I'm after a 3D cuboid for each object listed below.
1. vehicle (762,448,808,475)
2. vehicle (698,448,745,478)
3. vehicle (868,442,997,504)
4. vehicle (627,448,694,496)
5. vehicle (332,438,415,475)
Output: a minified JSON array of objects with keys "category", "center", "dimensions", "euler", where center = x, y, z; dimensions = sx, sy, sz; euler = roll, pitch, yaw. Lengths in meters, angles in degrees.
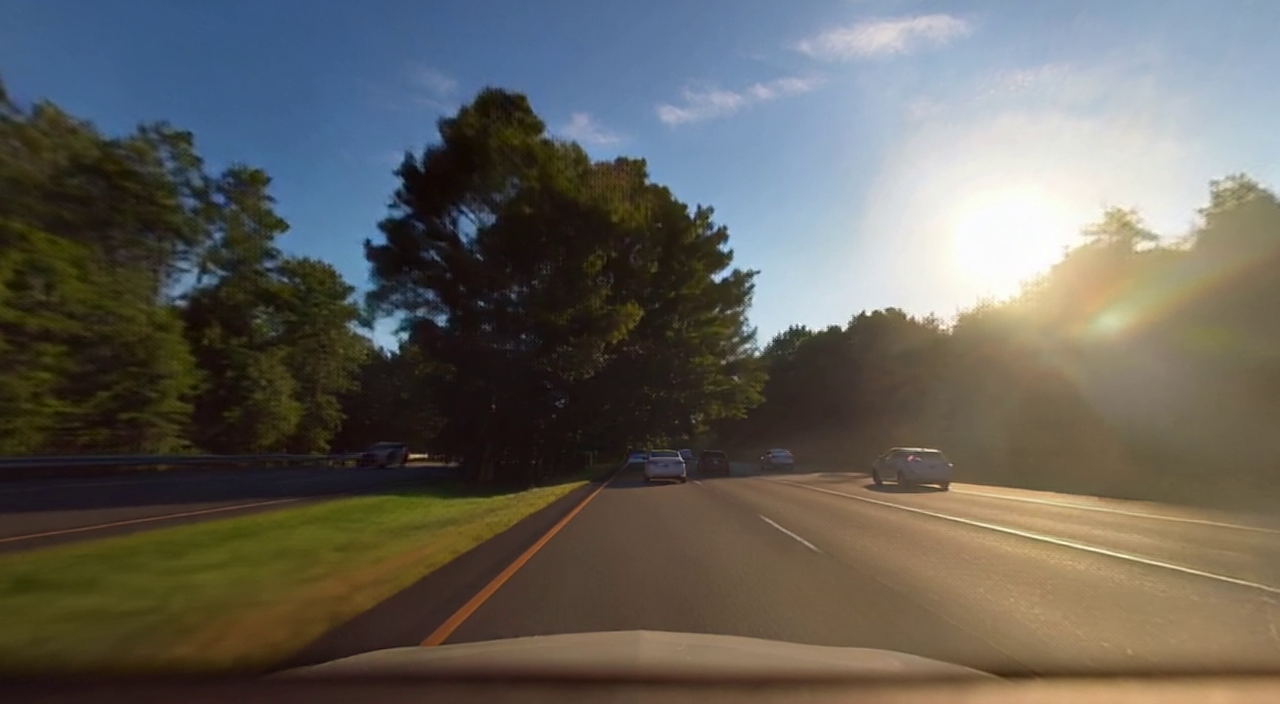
[{"category":"vehicle","center":[9.104,6.865,39.810],"dimensions":[1.957,1.594,3.632],"euler":[0,-9,-1]},{"category":"vehicle","center":[4.364,5.993,34.256],"dimensions":[1.981,1.518,4.029],"euler":[0,-9,-1]},{"category":"vehicle","center":[8.233,3.416,18.160],"dimensions":[1.847,1.554,3.752],"euler":[0,-9,-1]},{"category":"vehicle","center":[0.629,3.965,21.110],"dimensions":[2.020,1.426,3.702],"euler":[0,-9,0]},{"category":"vehicle","center":[-12.147,4.800,29.028],"dimensions":[1.950,1.566,4.141],"euler":[0,-9,0]}]
